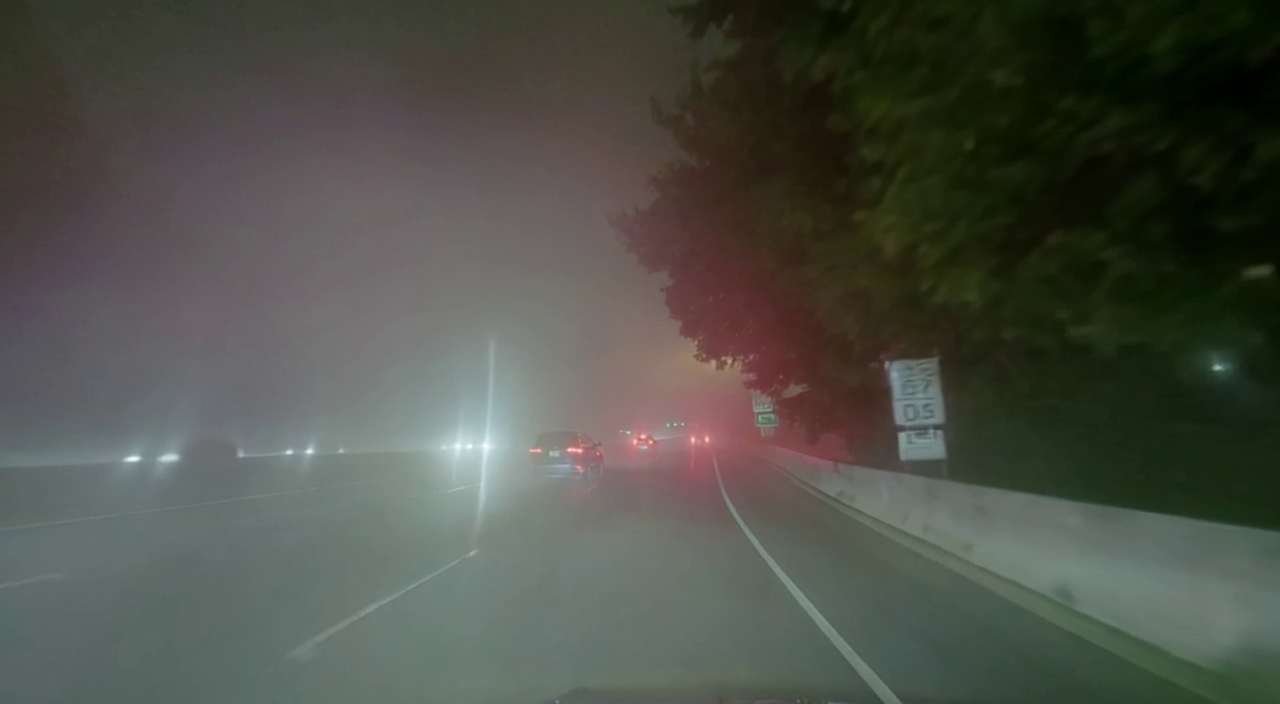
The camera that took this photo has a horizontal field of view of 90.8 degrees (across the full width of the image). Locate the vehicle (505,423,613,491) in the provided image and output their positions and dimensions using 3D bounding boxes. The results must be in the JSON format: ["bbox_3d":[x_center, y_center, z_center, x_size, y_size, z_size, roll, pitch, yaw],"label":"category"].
[{"bbox_3d":[-2.107,2.902,17.959,2.082,1.638,4.644,0,-8,5],"label":"vehicle"}]

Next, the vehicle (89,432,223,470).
[{"bbox_3d":[-20.104,4.117,26.537,1.795,1.454,4.467,0,-8,5],"label":"vehicle"}]

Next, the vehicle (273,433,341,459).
[{"bbox_3d":[-22.101,6.264,42.108,1.852,1.614,4.189,0,-8,7],"label":"vehicle"}]
